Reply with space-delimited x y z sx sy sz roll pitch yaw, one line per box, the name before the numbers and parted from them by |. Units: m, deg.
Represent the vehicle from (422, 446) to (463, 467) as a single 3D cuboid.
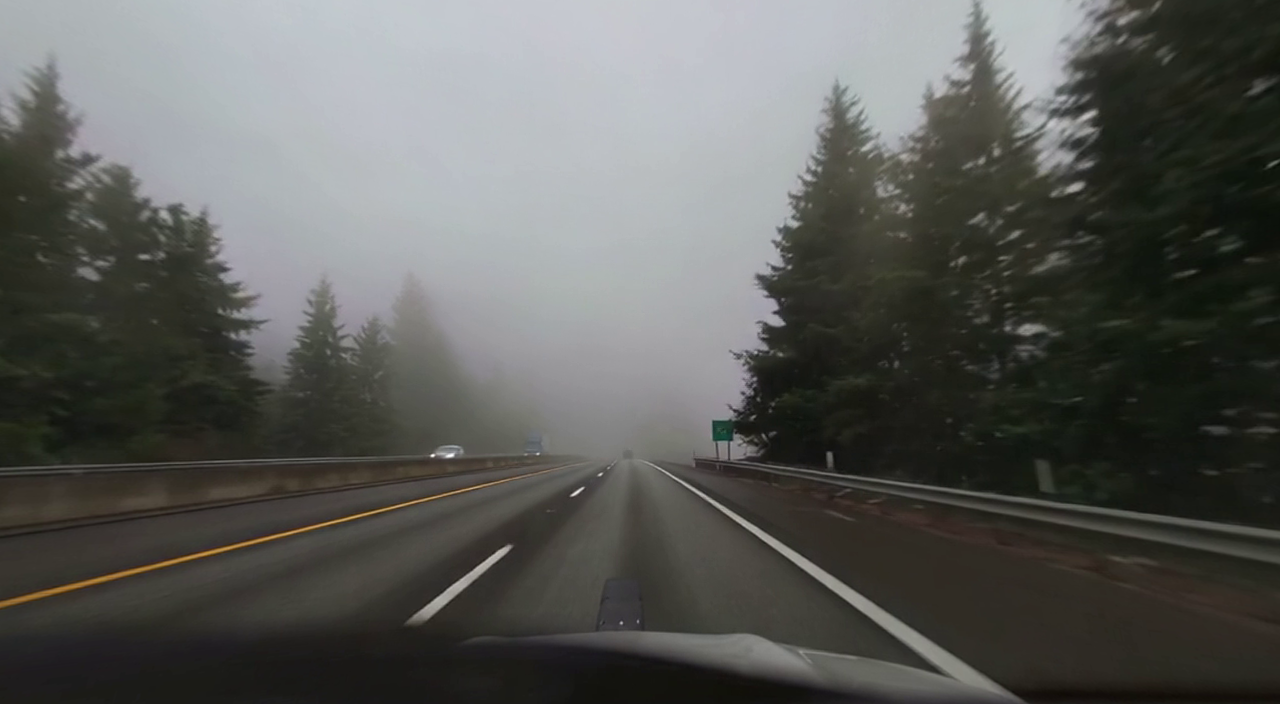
vehicle | -15.325 8.130 49.100 1.843 1.534 4.172 0 -9 0
